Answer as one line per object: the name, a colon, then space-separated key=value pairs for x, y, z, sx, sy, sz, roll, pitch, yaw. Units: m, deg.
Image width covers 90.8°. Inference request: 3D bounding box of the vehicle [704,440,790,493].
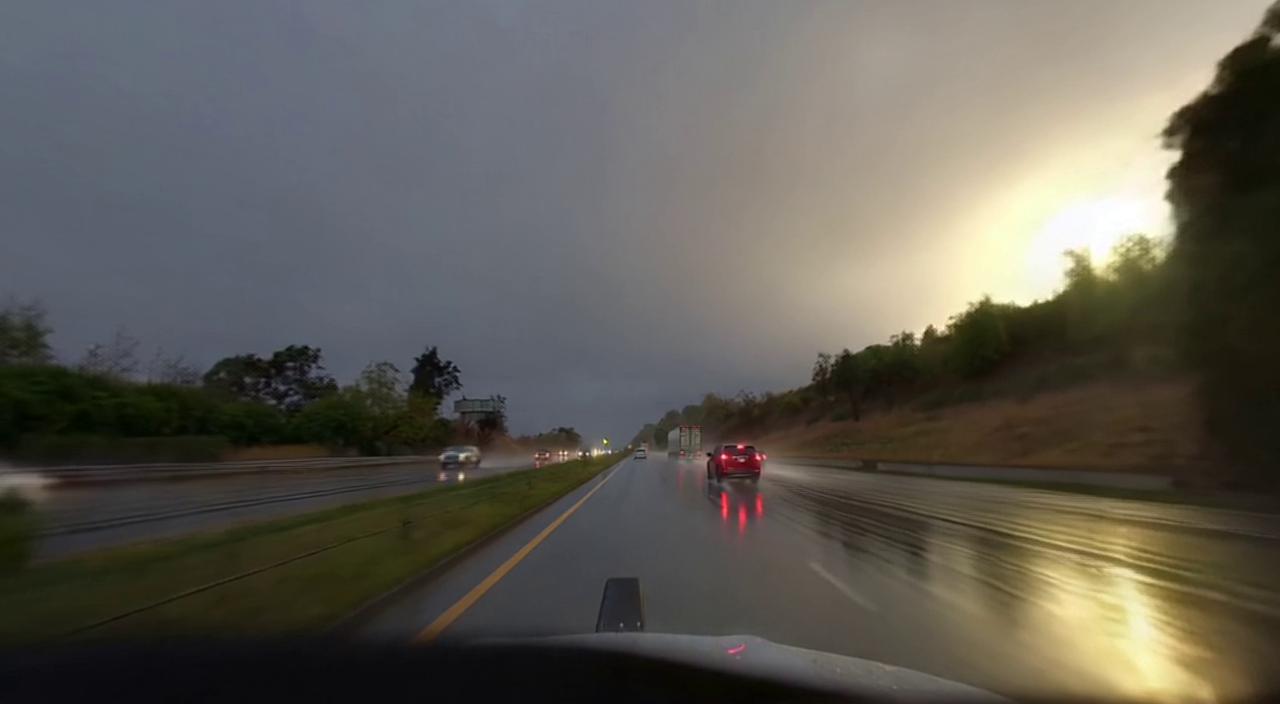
vehicle: x=3.655 y=3.998 z=22.435 sx=2.130 sy=1.658 sz=4.537 roll=0 pitch=-9 yaw=-2
